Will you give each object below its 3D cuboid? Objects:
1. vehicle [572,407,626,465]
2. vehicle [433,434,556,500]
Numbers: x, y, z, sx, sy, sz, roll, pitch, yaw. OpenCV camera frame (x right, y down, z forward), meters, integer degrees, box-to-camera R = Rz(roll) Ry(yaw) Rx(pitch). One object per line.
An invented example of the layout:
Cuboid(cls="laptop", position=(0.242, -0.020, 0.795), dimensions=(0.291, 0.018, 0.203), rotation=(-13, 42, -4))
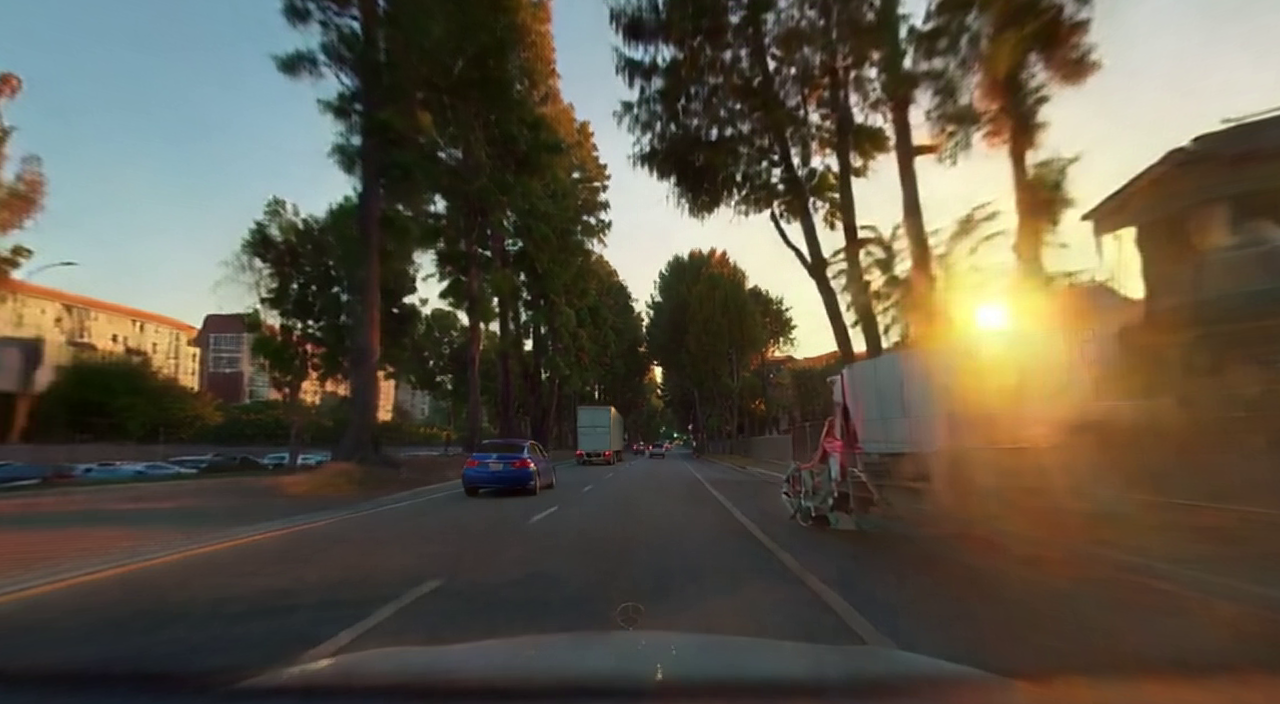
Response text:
Cuboid(cls="vehicle", position=(-2.430, 5.443, 40.450), dimensions=(2.746, 3.276, 8.572), rotation=(0, -8, 1))
Cuboid(cls="vehicle", position=(-3.565, 2.903, 16.372), dimensions=(2.005, 1.462, 4.345), rotation=(0, -8, 2))
